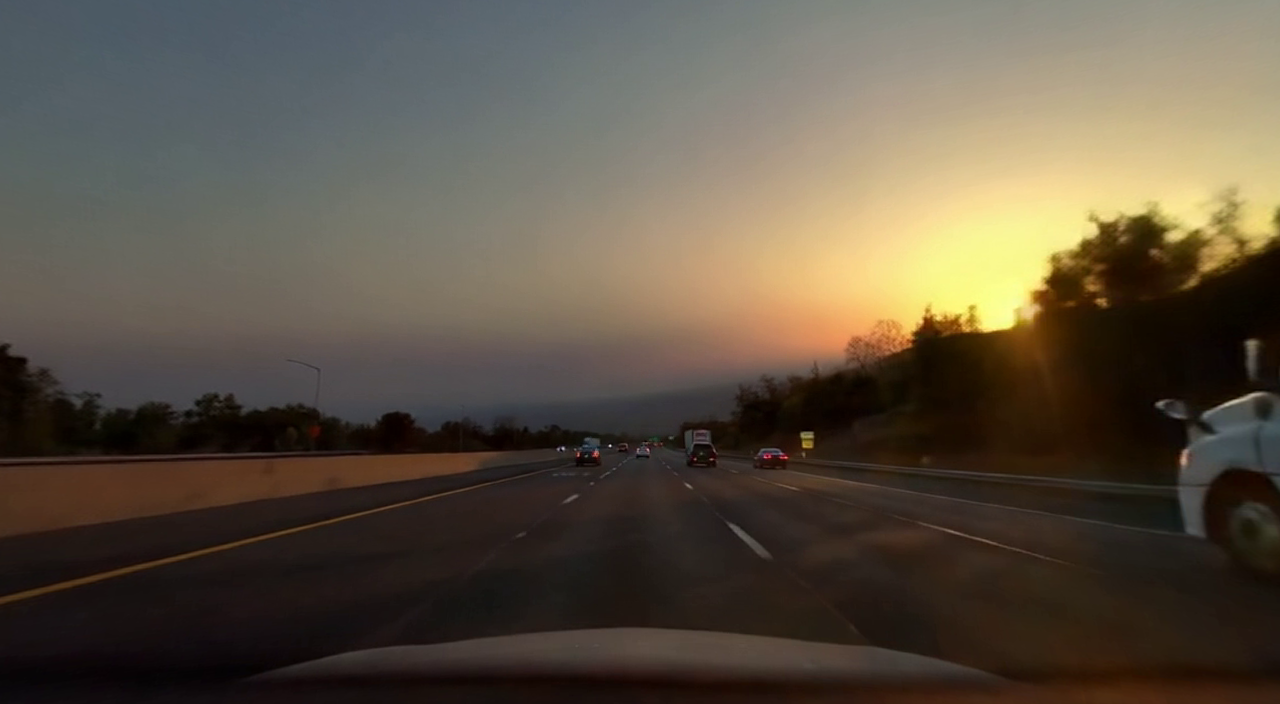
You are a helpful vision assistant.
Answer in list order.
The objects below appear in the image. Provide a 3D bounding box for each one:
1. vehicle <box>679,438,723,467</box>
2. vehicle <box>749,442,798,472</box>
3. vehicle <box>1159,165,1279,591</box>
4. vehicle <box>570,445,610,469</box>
[{"bbox_3d":[4.439,7.471,46.837,2.770,1.990,5.755,0,-9,1],"label":"vehicle"},{"bbox_3d":[8.234,6.525,39.232,2.188,1.727,4.381,0,-9,1],"label":"vehicle"},{"bbox_3d":[7.688,-0.103,3.754,3.034,4.112,7.110,0,-9,2],"label":"vehicle"},{"bbox_3d":[-3.281,7.035,42.421,2.164,1.507,4.748,0,-9,1],"label":"vehicle"}]
